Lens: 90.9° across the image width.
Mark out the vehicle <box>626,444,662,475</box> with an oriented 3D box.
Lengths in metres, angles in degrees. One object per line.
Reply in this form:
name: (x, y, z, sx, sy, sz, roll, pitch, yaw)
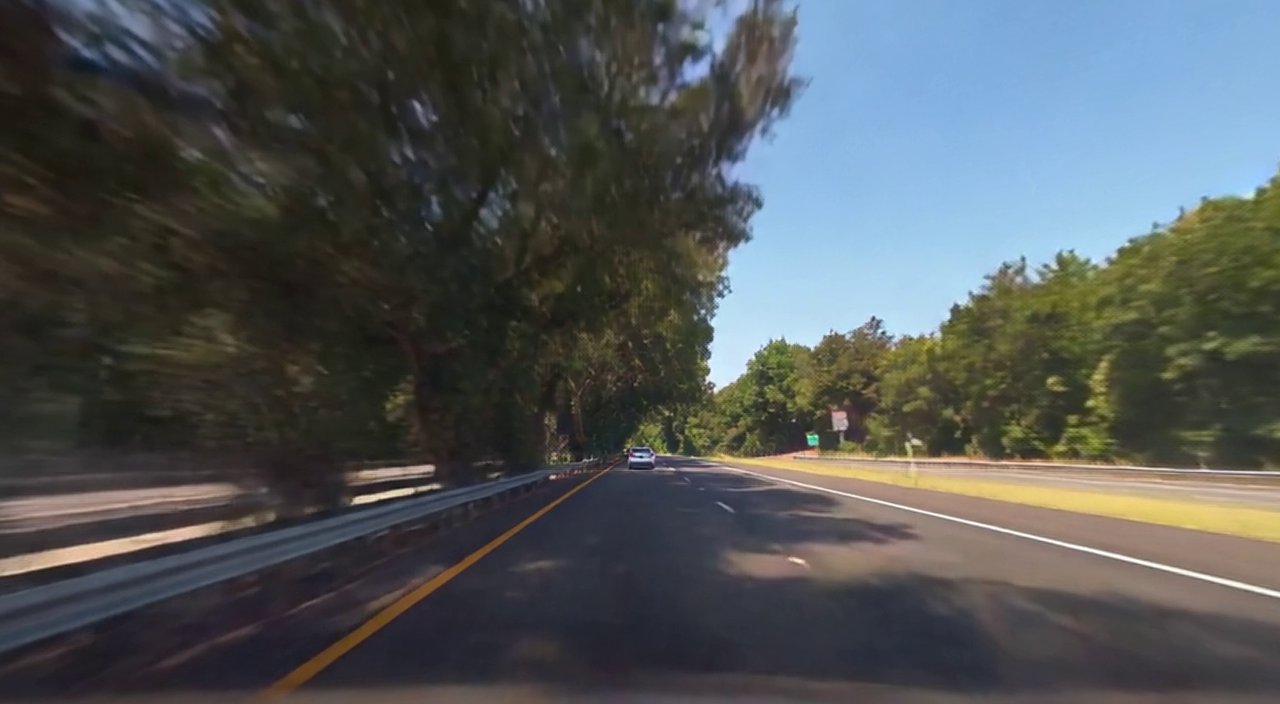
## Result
vehicle: (0.216, 6.171, 36.253, 1.987, 1.658, 3.620, 0, -9, 0)
